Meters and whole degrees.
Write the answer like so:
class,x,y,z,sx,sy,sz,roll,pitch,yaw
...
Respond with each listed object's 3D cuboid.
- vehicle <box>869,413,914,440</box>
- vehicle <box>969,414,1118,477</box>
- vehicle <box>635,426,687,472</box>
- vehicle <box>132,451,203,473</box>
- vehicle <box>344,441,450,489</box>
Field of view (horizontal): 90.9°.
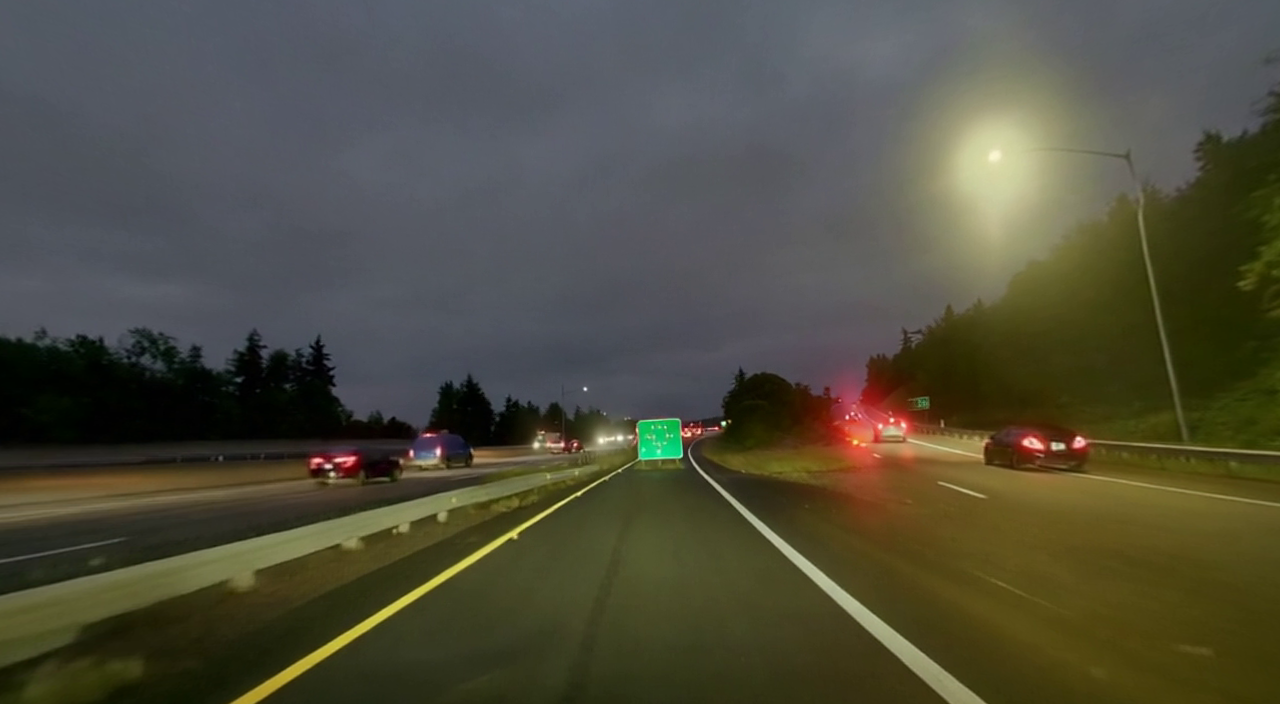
class,x,y,z,sx,sy,sz,roll,pitch,yaw
vehicle,18.192,5.462,45.859,2.167,1.798,4.838,-2,-8,12
vehicle,11.989,2.810,19.196,2.098,1.654,4.637,-2,-8,10
vehicle,0.869,4.174,27.423,2.043,1.821,4.558,0,-8,1
vehicle,-33.309,7.747,44.610,1.896,1.433,3.831,-1,-8,3
vehicle,-8.715,4.049,23.086,1.896,1.543,4.429,-1,-8,3
